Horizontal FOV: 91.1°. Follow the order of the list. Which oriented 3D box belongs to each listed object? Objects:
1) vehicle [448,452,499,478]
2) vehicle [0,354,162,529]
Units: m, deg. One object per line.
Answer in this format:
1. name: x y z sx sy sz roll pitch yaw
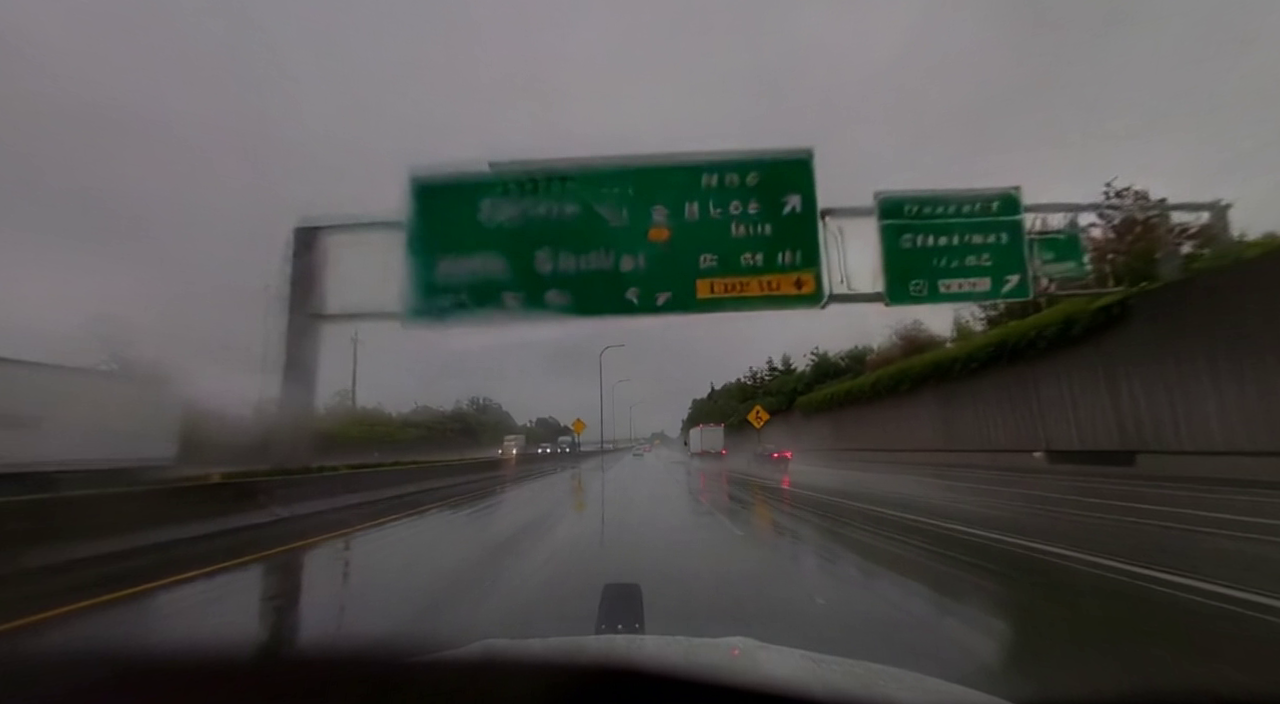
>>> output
1. vehicle: -10.105 6.867 38.469 1.909 1.504 4.528 0 -9 0
2. vehicle: -16.220 2.331 16.173 2.988 3.980 5.849 0 -9 0
